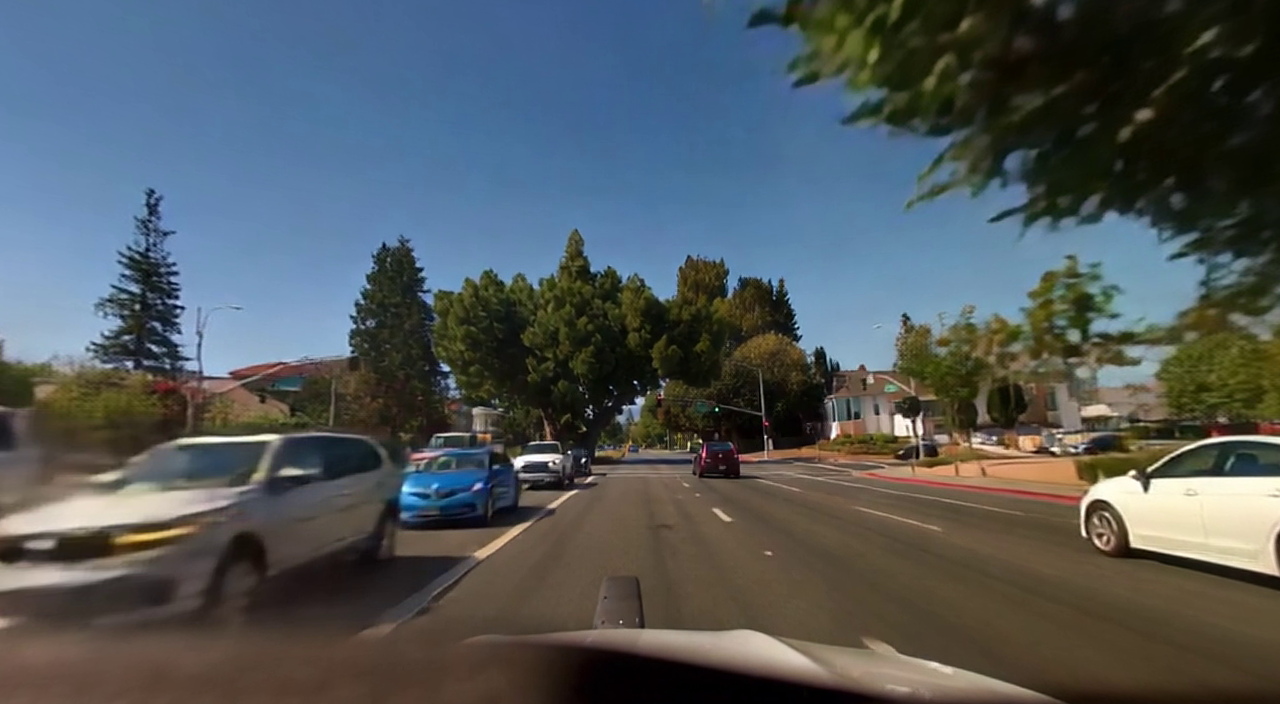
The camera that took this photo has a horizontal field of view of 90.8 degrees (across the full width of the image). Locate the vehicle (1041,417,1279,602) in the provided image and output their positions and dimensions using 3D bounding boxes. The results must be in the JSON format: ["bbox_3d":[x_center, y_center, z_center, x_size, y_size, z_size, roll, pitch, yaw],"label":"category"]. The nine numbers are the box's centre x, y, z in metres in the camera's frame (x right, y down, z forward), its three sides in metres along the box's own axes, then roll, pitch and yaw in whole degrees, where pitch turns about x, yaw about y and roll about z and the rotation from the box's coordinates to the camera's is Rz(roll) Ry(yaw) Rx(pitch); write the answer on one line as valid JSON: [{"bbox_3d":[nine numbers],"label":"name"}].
[{"bbox_3d":[6.642,1.541,6.603,2.000,1.618,4.238,0,-9,-1],"label":"vehicle"}]

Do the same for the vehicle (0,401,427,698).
[{"bbox_3d":[-3.600,1.392,5.622,1.948,1.595,4.256,0,-9,-1],"label":"vehicle"}]

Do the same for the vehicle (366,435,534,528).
[{"bbox_3d":[-3.507,2.470,12.706,1.923,1.494,4.672,0,-9,0],"label":"vehicle"}]

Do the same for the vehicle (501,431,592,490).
[{"bbox_3d":[-3.078,3.771,22.296,2.313,1.752,6.152,0,-9,-1],"label":"vehicle"}]

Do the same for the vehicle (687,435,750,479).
[{"bbox_3d":[3.384,4.633,28.197,2.095,1.759,4.862,0,-9,-1],"label":"vehicle"}]
